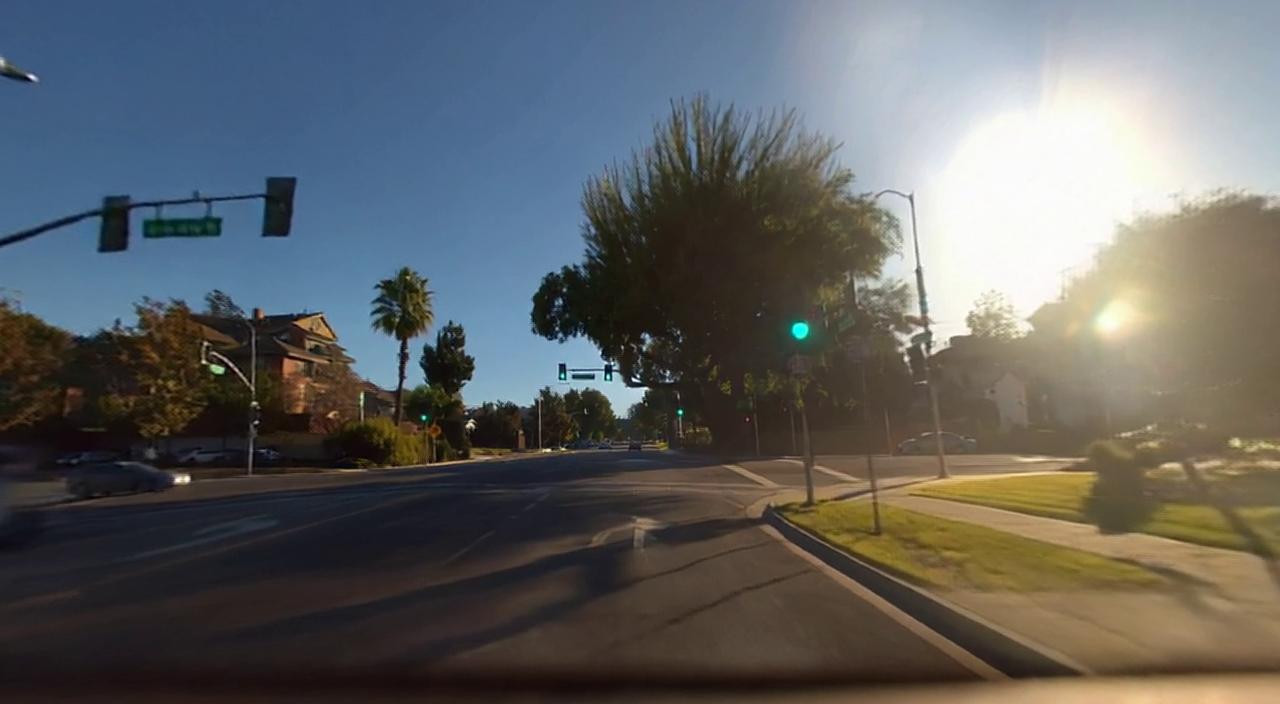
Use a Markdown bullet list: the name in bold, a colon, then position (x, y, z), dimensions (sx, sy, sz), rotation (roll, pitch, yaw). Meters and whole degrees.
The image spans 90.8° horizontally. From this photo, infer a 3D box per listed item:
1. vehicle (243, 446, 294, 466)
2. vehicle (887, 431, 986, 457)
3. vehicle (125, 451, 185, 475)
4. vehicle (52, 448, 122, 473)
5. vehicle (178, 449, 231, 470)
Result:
- **vehicle**: position (-27.648, 7.738, 47.143), dimensions (1.665, 1.386, 4.012), rotation (1, -8, -6)
- **vehicle**: position (16.905, 5.286, 36.213), dimensions (4.720, 1.410, 1.784), rotation (-1, -8, 9)
- **vehicle**: position (-34.745, 7.918, 45.363), dimensions (2.000, 1.582, 4.063), rotation (3, -9, -16)
- **vehicle**: position (-38.812, 7.601, 44.461), dimensions (1.959, 1.590, 4.105), rotation (2, -9, -15)
- **vehicle**: position (-31.929, 7.891, 46.457), dimensions (1.816, 1.423, 4.126), rotation (2, -9, -14)
